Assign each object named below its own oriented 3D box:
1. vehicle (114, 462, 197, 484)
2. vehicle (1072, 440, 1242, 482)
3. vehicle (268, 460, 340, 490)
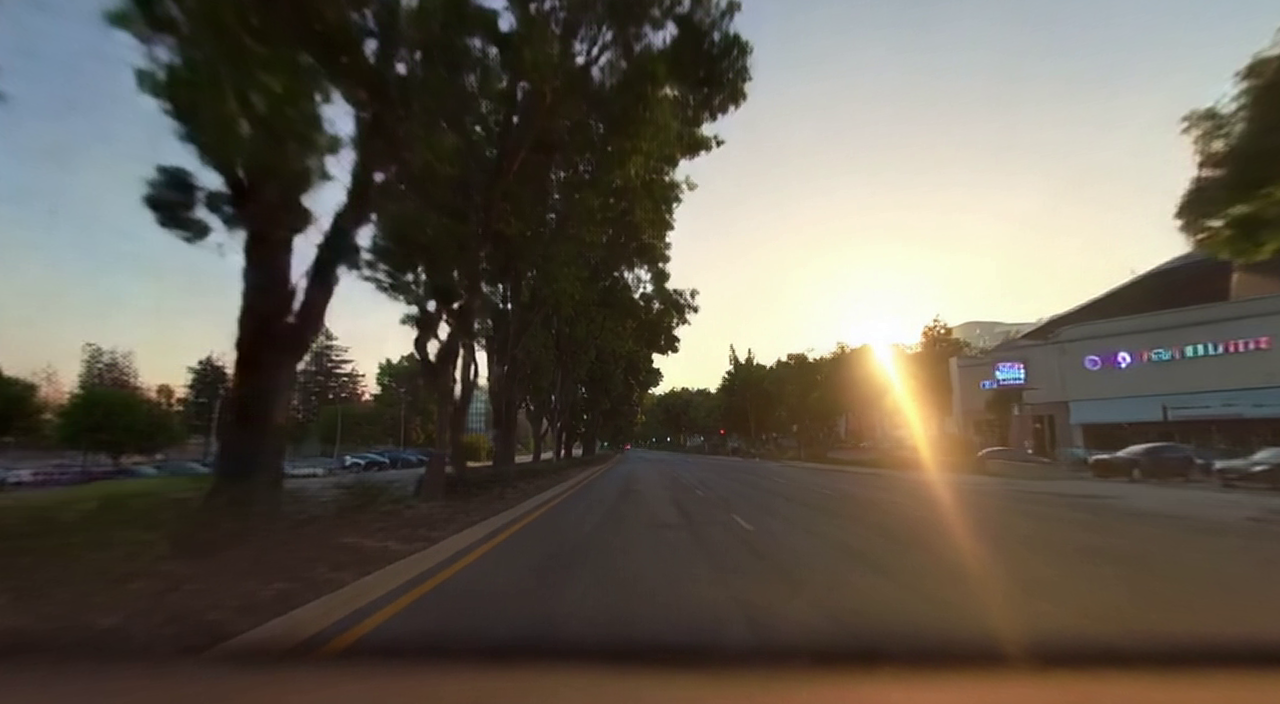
[{"bbox_3d":[-36.094,9.018,47.147,4.385,1.485,2.092,0,-9,-1],"label":"vehicle"},{"bbox_3d":[20.291,4.289,24.994,4.762,1.550,2.089,-1,-9,3],"label":"vehicle"},{"bbox_3d":[-19.490,7.106,36.866,1.889,1.497,4.478,-3,-9,-2],"label":"vehicle"}]
